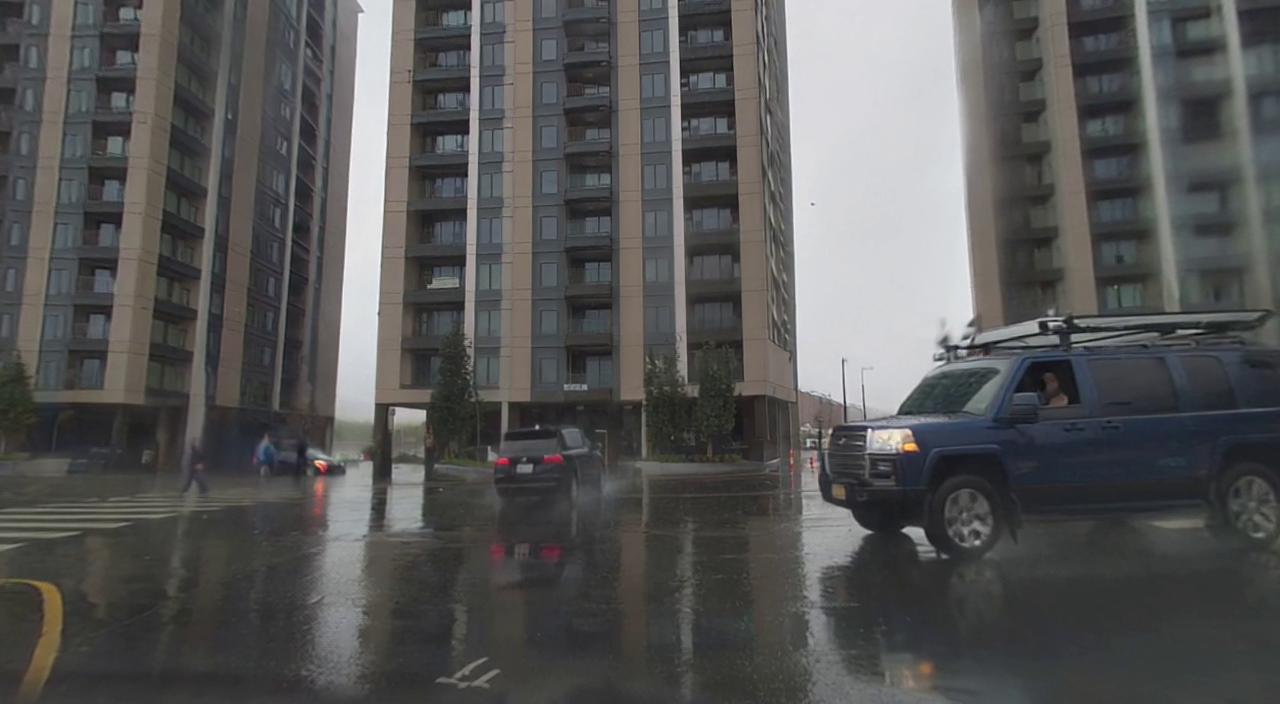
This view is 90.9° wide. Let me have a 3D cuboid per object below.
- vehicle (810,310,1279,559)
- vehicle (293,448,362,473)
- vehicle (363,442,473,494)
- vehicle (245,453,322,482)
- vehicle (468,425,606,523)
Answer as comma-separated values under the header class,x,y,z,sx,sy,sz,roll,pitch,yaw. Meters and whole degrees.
class,x,y,z,sx,sy,sz,roll,pitch,yaw
vehicle,6.074,1.065,8.263,6.932,2.753,2.446,0,-8,1
vehicle,-19.884,6.935,40.310,3.692,1.509,1.803,3,-9,-20
vehicle,-8.155,4.268,23.675,2.395,1.719,4.549,0,-8,1
vehicle,-19.434,6.296,34.516,3.467,1.456,1.649,4,-9,-24
vehicle,-1.947,2.487,13.356,2.144,1.733,4.115,0,-8,1
